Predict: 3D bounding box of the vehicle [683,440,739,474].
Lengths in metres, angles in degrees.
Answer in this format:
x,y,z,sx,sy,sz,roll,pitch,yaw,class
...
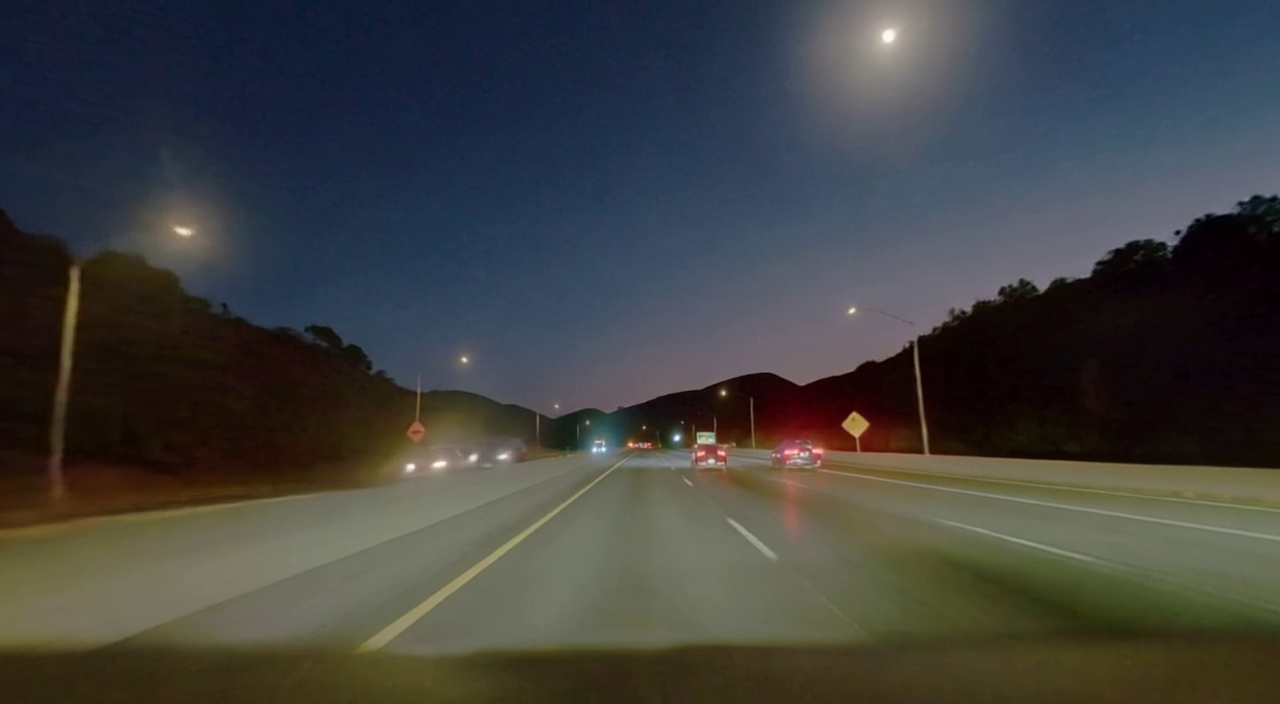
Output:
x,y,z,sx,sy,sz,roll,pitch,yaw,class
3.150,4.759,28.882,2.044,1.444,4.216,0,-8,0,vehicle

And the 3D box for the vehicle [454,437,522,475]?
x,y,z,sx,sy,sz,roll,pitch,yaw,class
-8.338,5.738,35.192,2.258,1.943,5.731,0,-8,1,vehicle
